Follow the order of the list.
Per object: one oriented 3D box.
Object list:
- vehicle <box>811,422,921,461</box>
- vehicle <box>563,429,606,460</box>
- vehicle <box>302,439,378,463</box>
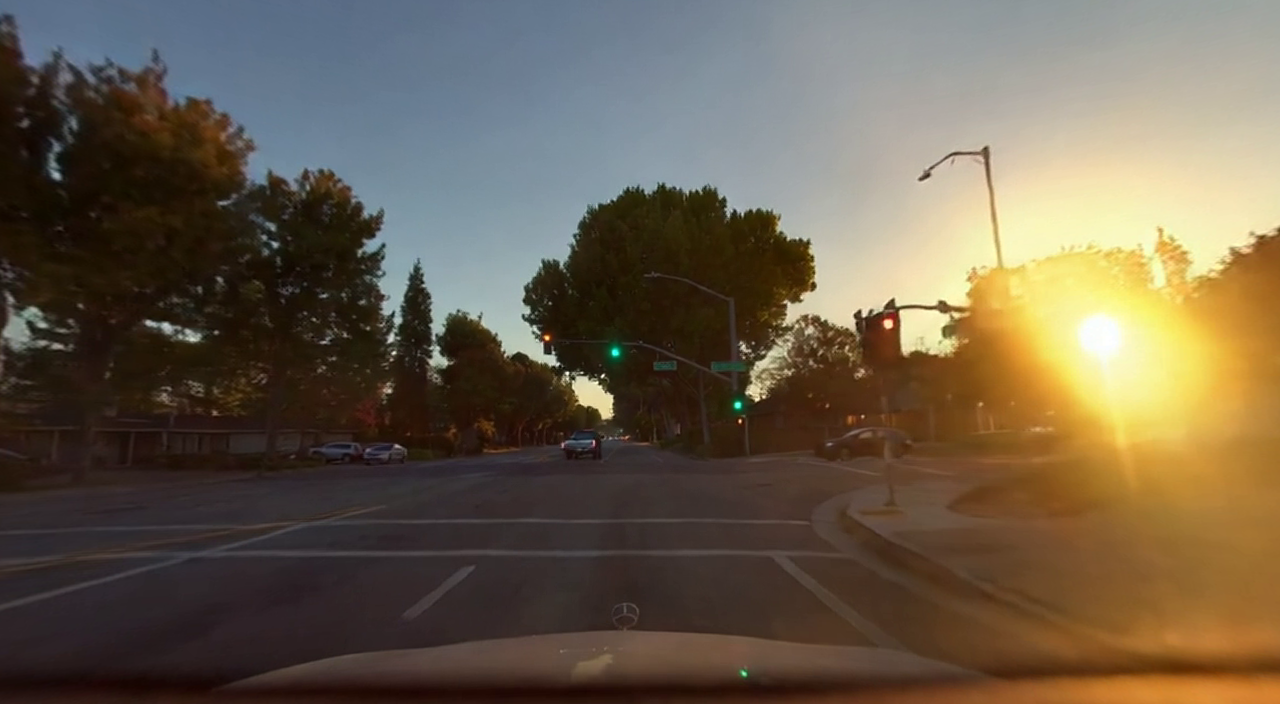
[{"bbox_3d":[10.770,4.314,30.400,4.500,1.761,1.975,0,-9,0],"label":"vehicle"},{"bbox_3d":[-3.795,6.503,44.547,2.508,2.001,5.880,0,-9,0],"label":"vehicle"},{"bbox_3d":[-22.881,7.541,48.341,4.772,1.745,2.058,-1,-9,5],"label":"vehicle"}]
